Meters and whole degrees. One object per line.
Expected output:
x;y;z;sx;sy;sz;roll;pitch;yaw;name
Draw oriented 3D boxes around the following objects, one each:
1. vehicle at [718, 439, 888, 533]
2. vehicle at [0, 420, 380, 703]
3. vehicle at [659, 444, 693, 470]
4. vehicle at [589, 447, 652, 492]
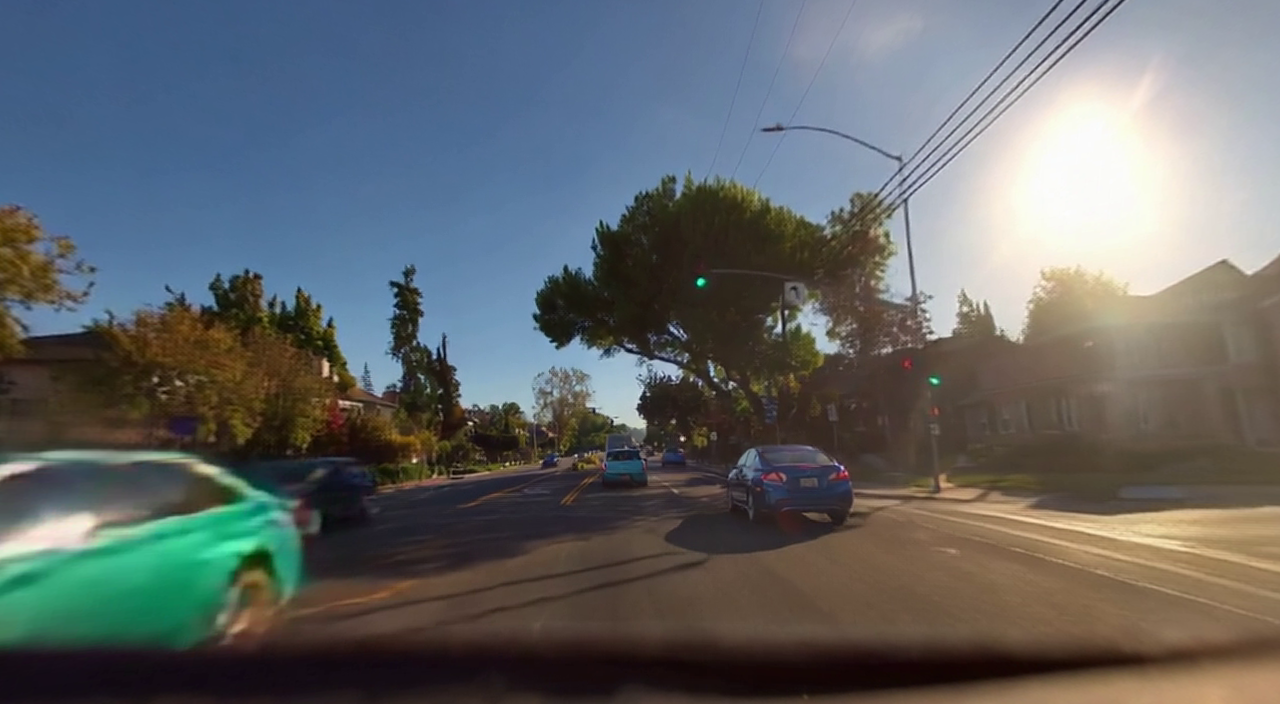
2.834;2.434;12.161;1.973;1.447;4.402;0;-8;-2;vehicle
-3.266;1.131;3.176;2.096;1.472;4.618;0;-8;-2;vehicle
2.702;8.071;48.843;2.187;1.847;4.553;0;-8;-3;vehicle
-0.728;4.274;23.476;2.114;1.483;4.207;0;-8;-2;vehicle
